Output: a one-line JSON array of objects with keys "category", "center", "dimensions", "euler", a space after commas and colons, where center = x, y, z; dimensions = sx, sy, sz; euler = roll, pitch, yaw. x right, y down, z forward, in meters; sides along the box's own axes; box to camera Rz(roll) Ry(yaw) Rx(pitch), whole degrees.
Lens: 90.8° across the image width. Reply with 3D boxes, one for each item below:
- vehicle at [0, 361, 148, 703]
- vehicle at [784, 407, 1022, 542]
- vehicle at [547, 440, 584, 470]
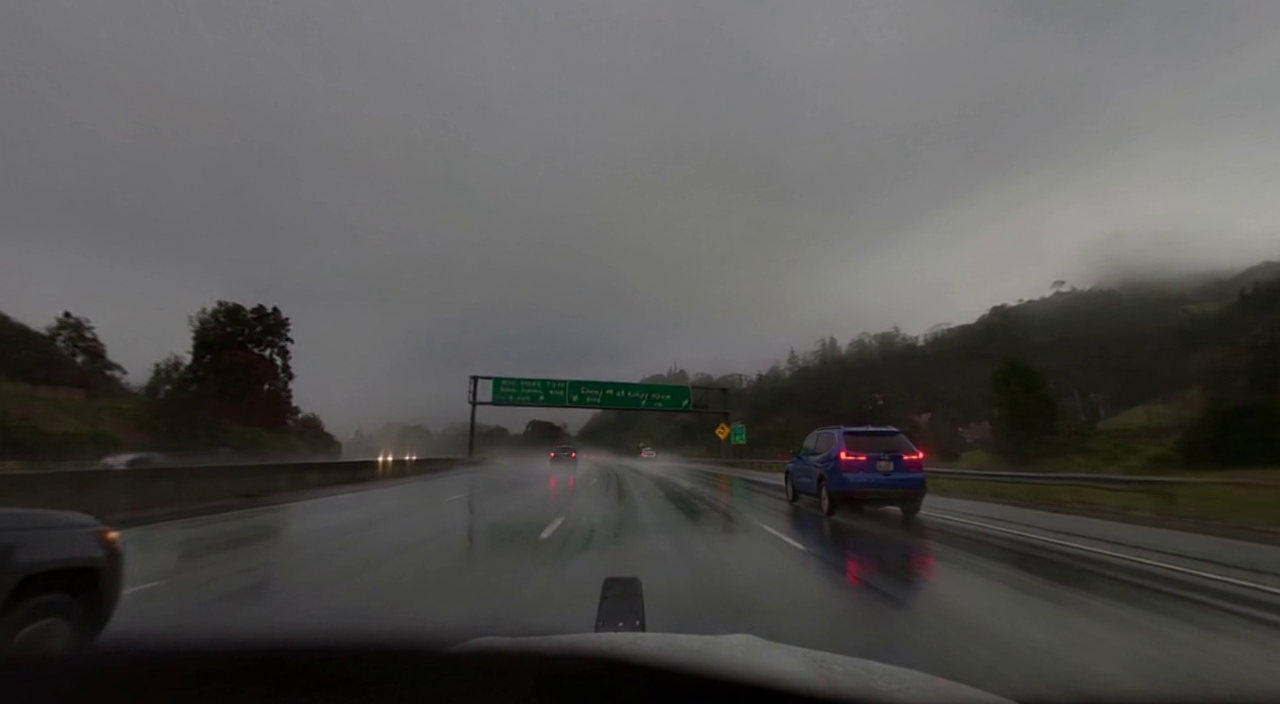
[{"category": "vehicle", "center": [-3.998, 0.702, 1.310], "dimensions": [2.213, 1.766, 4.598], "euler": [0, -9, 0]}, {"category": "vehicle", "center": [4.318, 2.121, 11.495], "dimensions": [2.103, 1.903, 4.837], "euler": [0, -9, -2]}, {"category": "vehicle", "center": [-5.724, 8.001, 49.173], "dimensions": [2.537, 2.121, 5.251], "euler": [0, -9, -4]}]
